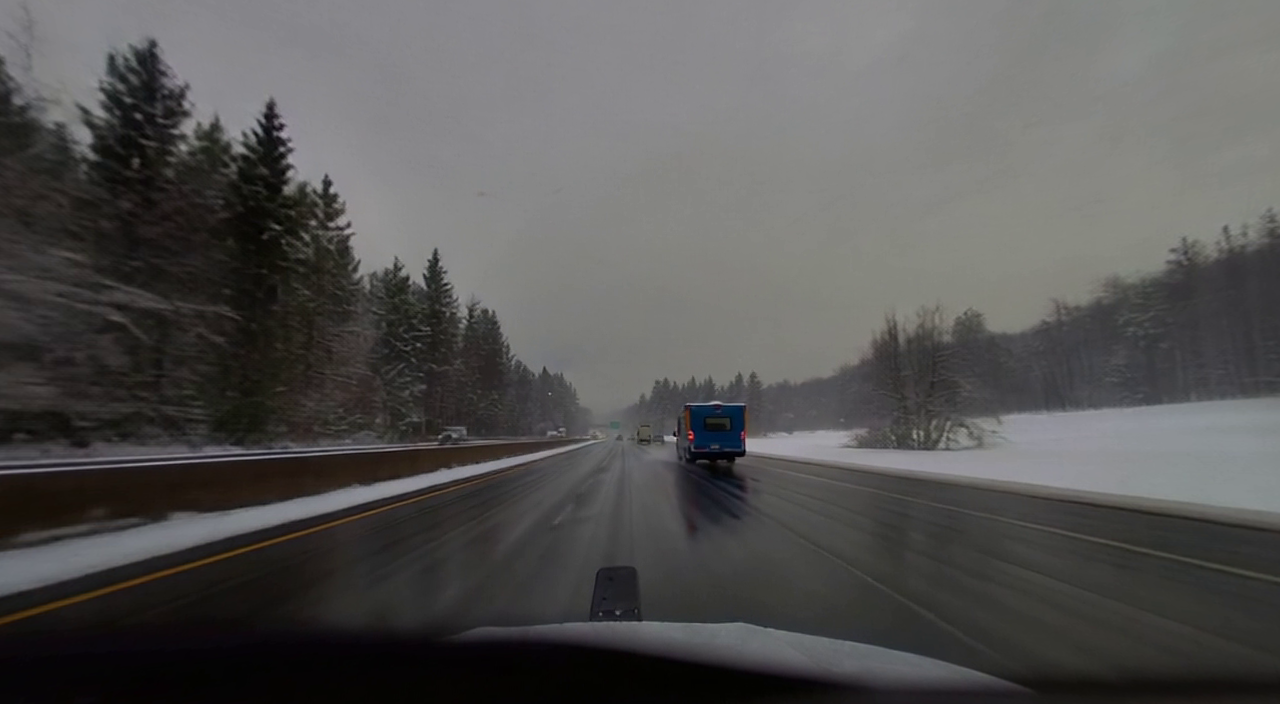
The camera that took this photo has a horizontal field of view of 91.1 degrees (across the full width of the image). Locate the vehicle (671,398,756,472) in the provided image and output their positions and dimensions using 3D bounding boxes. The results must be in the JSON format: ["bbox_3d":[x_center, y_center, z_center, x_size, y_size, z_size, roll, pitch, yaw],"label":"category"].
[{"bbox_3d":[3.037,3.711,28.178,2.815,2.876,7.101,0,-8,-1],"label":"vehicle"}]
